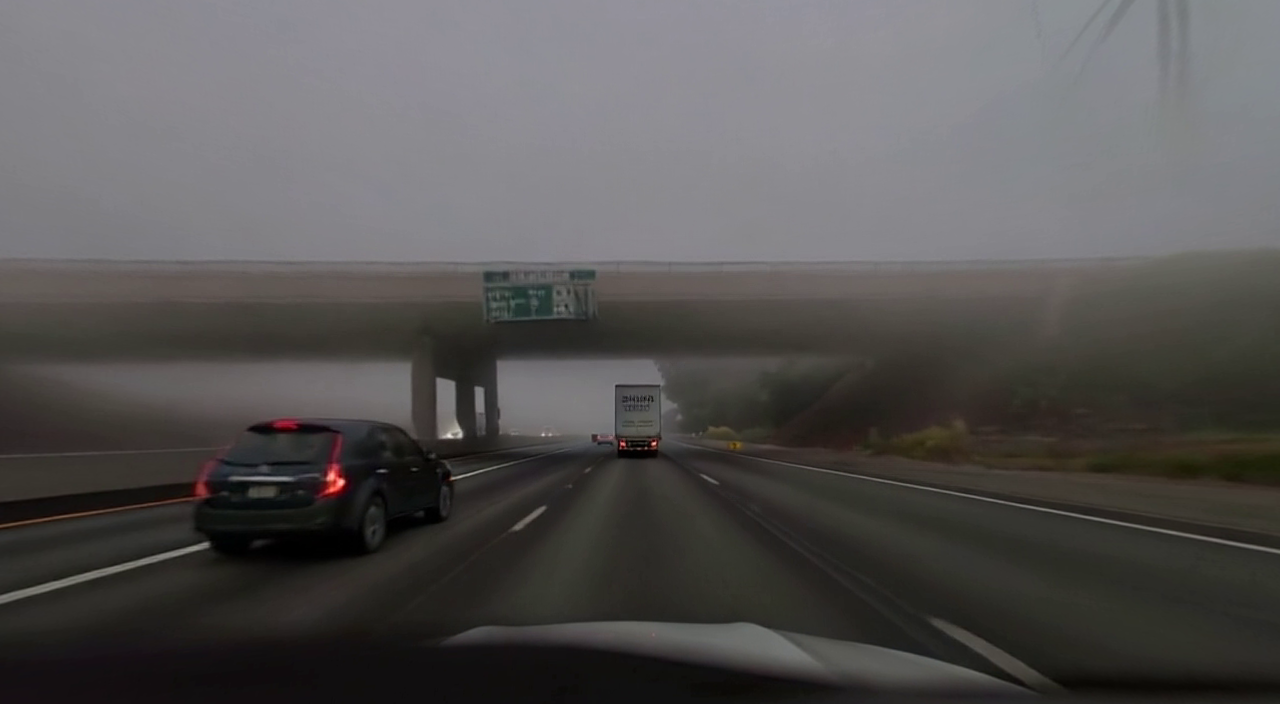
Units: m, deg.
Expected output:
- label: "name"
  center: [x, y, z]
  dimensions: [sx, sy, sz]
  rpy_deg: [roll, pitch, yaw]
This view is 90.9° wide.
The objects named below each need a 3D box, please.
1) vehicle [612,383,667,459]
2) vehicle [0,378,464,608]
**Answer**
- label: "vehicle"
  center: [-0.186, 4.492, 39.747]
  dimensions: [2.906, 3.990, 12.551]
  rpy_deg: [0, -8, -1]
- label: "vehicle"
  center: [-3.782, 1.366, 7.177]
  dimensions: [2.167, 1.686, 4.946]
  rpy_deg: [0, -8, 0]
